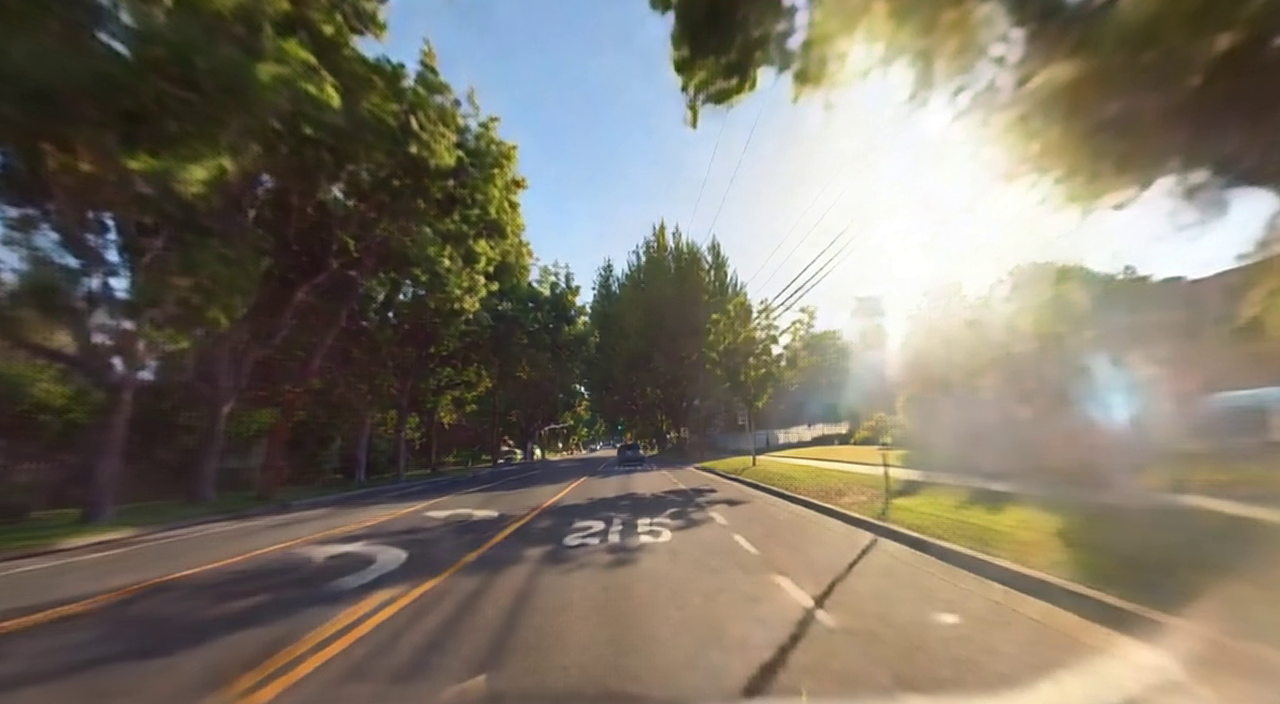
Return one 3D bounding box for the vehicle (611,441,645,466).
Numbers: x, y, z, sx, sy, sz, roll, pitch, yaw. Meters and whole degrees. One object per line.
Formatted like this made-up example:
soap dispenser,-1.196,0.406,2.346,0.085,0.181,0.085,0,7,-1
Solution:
vehicle,-0.772,6.574,41.099,2.104,1.500,3.815,0,-8,-1
